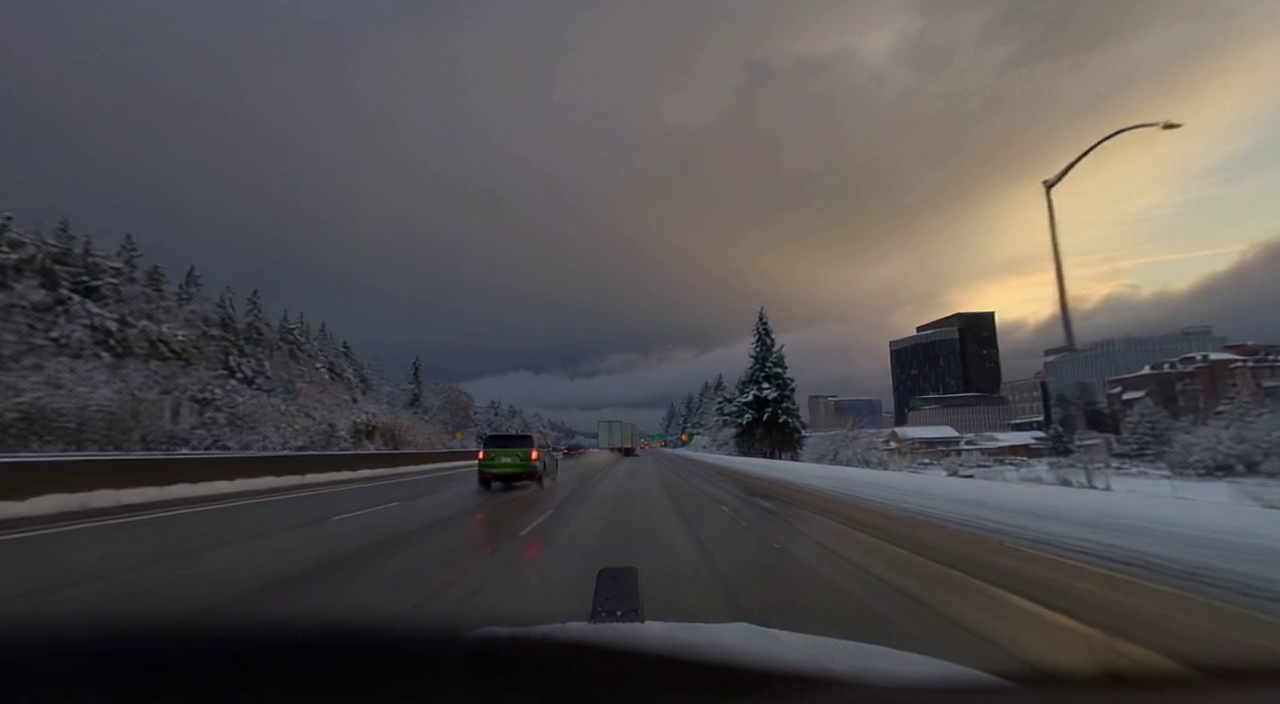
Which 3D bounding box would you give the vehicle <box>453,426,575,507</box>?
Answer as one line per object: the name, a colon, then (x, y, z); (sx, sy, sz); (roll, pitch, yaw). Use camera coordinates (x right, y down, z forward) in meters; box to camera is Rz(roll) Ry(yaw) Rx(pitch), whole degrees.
vehicle: (-3.005, 2.858, 16.099); (2.111, 1.742, 4.315); (0, -9, 1)
